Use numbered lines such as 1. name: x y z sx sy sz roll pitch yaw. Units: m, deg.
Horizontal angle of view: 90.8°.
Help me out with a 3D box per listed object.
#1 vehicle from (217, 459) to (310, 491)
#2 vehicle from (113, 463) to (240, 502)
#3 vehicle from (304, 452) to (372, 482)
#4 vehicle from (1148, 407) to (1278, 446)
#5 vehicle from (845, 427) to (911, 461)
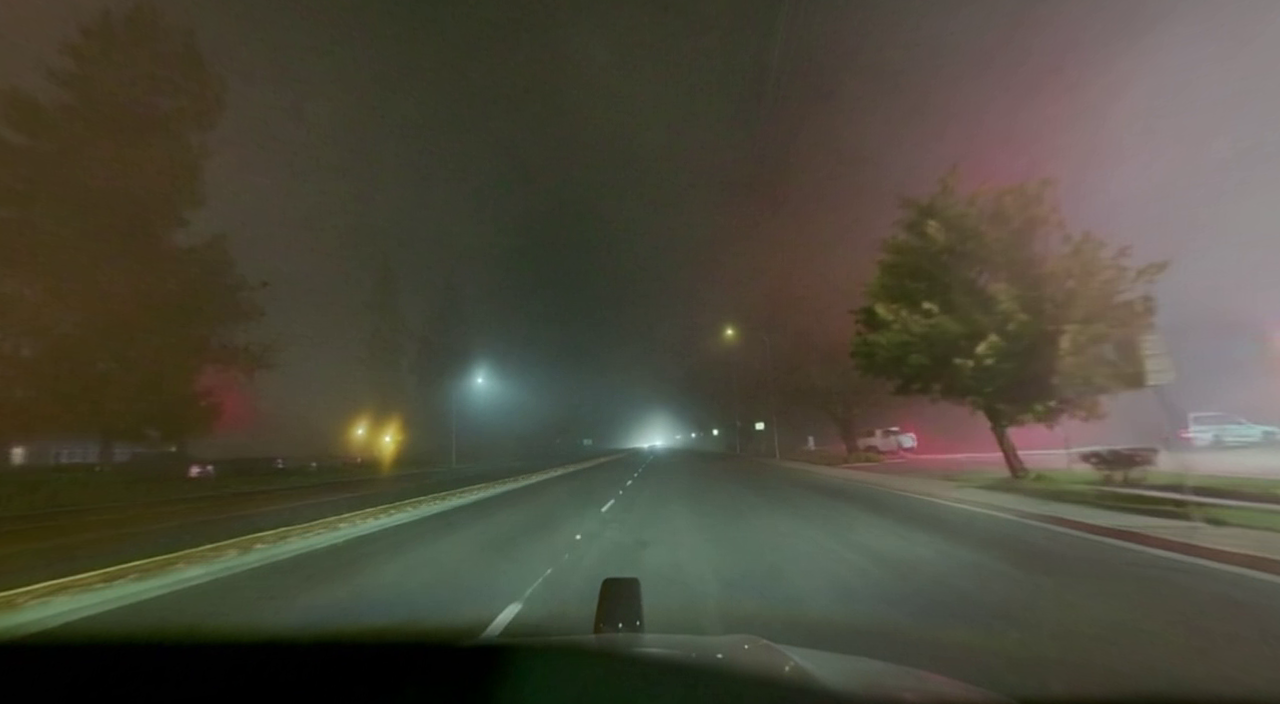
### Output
1. vehicle: -20.234 6.626 34.231 1.787 1.471 4.709 -1 -8 5
2. vehicle: -20.540 5.773 28.290 1.924 1.479 4.706 -1 -8 4
3. vehicle: -19.971 7.608 41.994 1.988 1.785 4.802 -1 -8 2
4. vehicle: 32.309 4.311 35.950 2.367 2.056 5.466 -1 -8 3
5. vehicle: 14.059 5.479 37.700 2.108 1.877 4.807 0 -8 1
